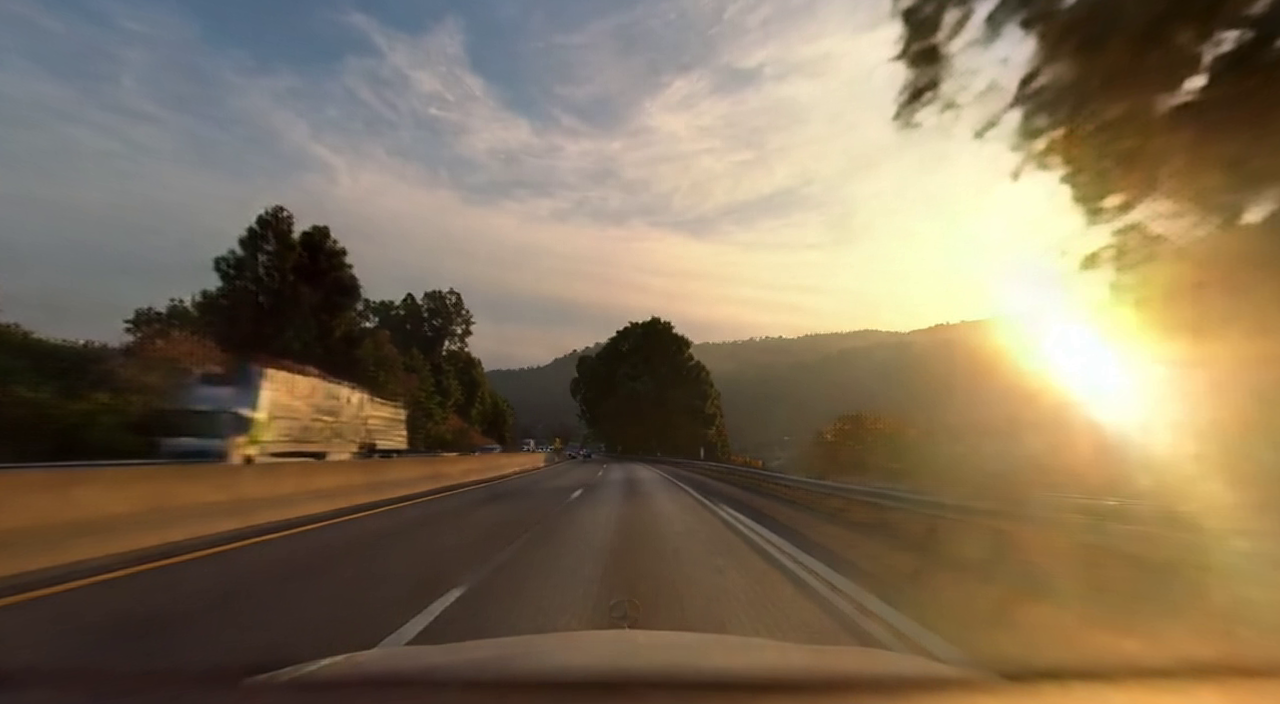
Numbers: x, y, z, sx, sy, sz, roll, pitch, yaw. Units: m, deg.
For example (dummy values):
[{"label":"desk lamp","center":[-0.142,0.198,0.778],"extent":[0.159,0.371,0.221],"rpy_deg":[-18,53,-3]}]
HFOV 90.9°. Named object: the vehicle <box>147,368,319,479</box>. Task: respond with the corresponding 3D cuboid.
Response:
[{"label":"vehicle","center":[-16.136,3.016,25.648],"extent":[3.031,3.950,5.826],"rpy_deg":[0,-9,-2]}]
